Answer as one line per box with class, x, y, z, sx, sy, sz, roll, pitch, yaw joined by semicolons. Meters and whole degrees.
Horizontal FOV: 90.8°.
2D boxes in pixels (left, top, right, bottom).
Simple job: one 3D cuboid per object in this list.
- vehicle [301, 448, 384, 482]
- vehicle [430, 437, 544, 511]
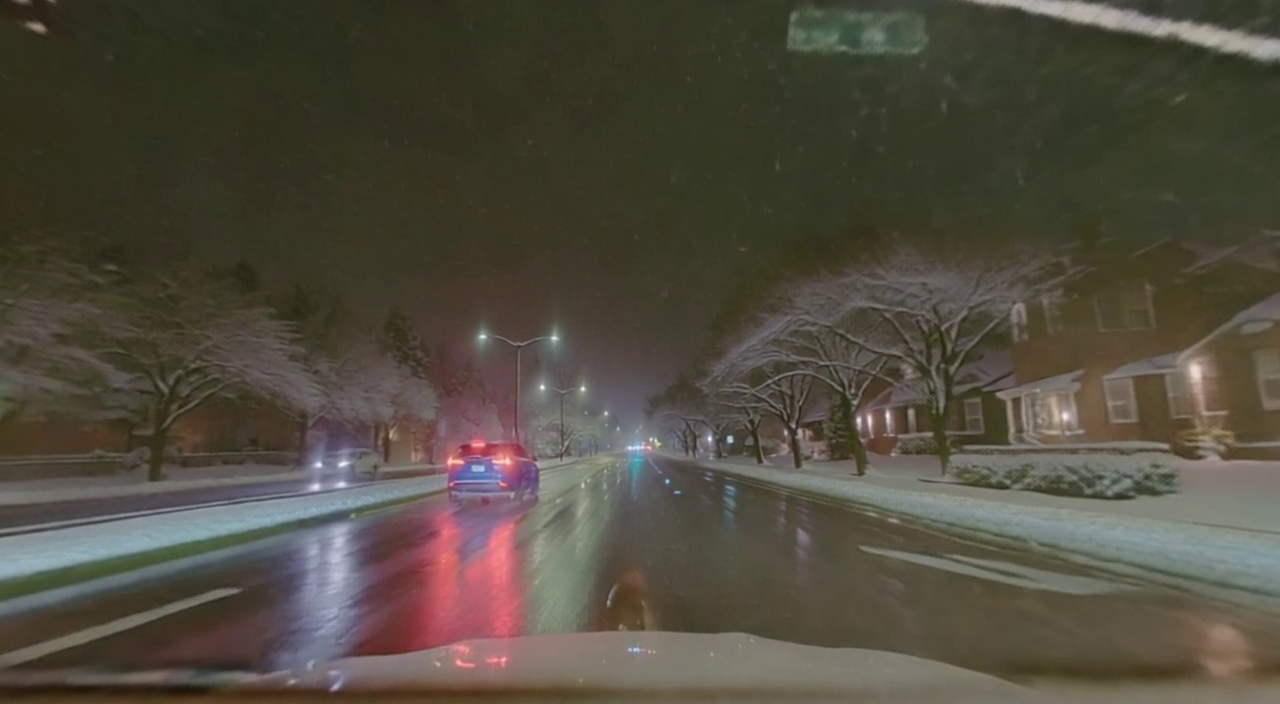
vehicle;-16.676;6.328;35.720;2.202;1.724;4.934;0;-8;1
vehicle;-3.960;3.234;17.219;1.993;1.733;4.262;0;-8;1
